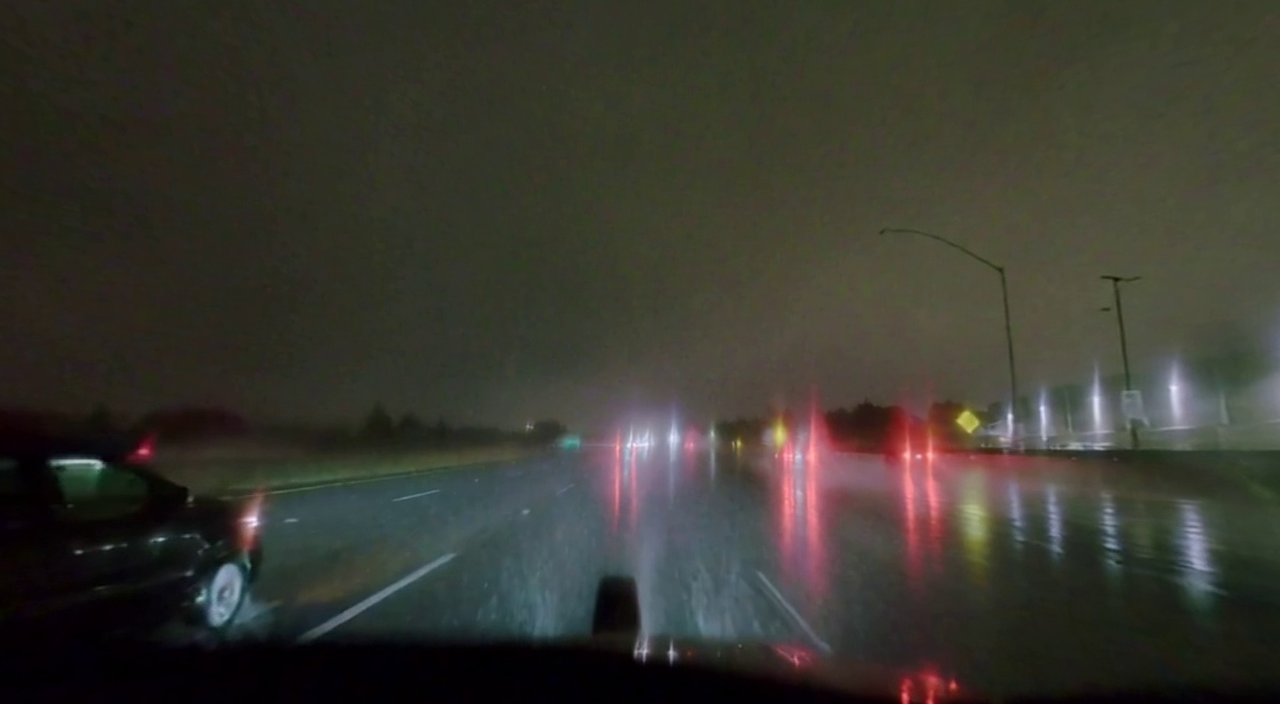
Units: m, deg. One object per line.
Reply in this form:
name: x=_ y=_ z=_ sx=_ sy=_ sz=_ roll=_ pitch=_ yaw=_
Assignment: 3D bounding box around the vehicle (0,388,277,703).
vehicle: x=-3.760 y=0.862 z=2.201 sx=1.984 sy=1.553 sz=5.065 roll=0 pitch=-9 yaw=0
